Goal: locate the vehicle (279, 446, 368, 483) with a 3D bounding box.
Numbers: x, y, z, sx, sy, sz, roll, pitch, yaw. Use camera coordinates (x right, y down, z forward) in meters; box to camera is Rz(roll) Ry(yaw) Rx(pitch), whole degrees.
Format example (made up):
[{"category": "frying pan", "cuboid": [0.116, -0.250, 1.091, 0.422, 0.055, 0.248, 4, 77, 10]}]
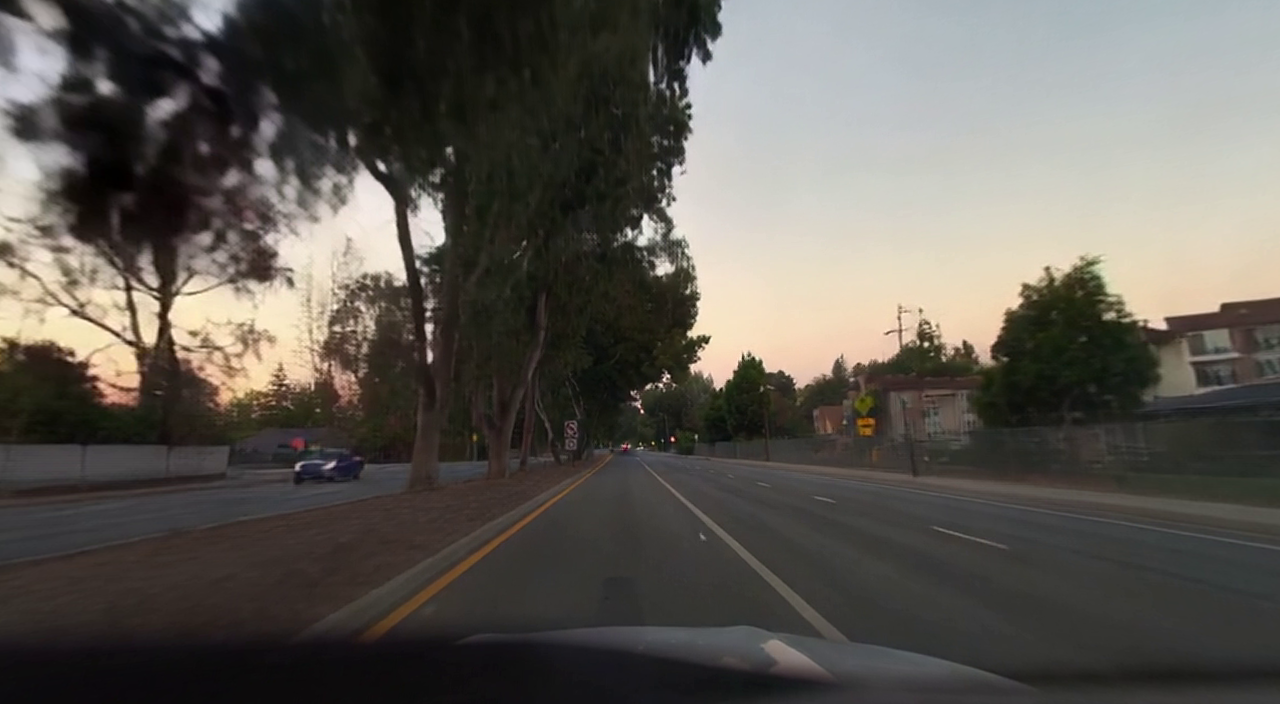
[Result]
[{"category": "vehicle", "cuboid": [-15.874, 5.672, 32.021, 2.022, 1.738, 4.668, 0, -9, 1]}]
